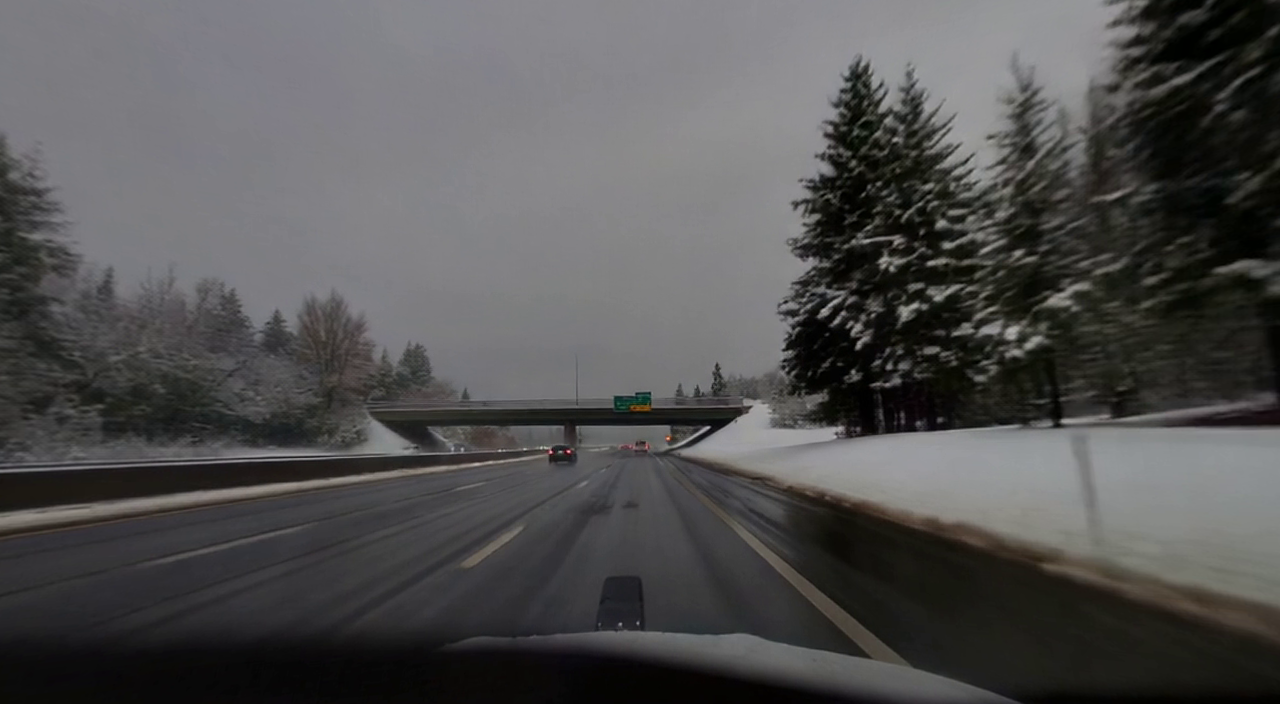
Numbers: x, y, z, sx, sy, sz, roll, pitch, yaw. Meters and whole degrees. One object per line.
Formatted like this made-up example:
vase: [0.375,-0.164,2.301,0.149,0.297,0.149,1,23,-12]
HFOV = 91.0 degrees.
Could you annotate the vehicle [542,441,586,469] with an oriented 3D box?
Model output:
vehicle: [-4.464,6.155,37.724,1.916,1.545,4.757,0,-8,1]
